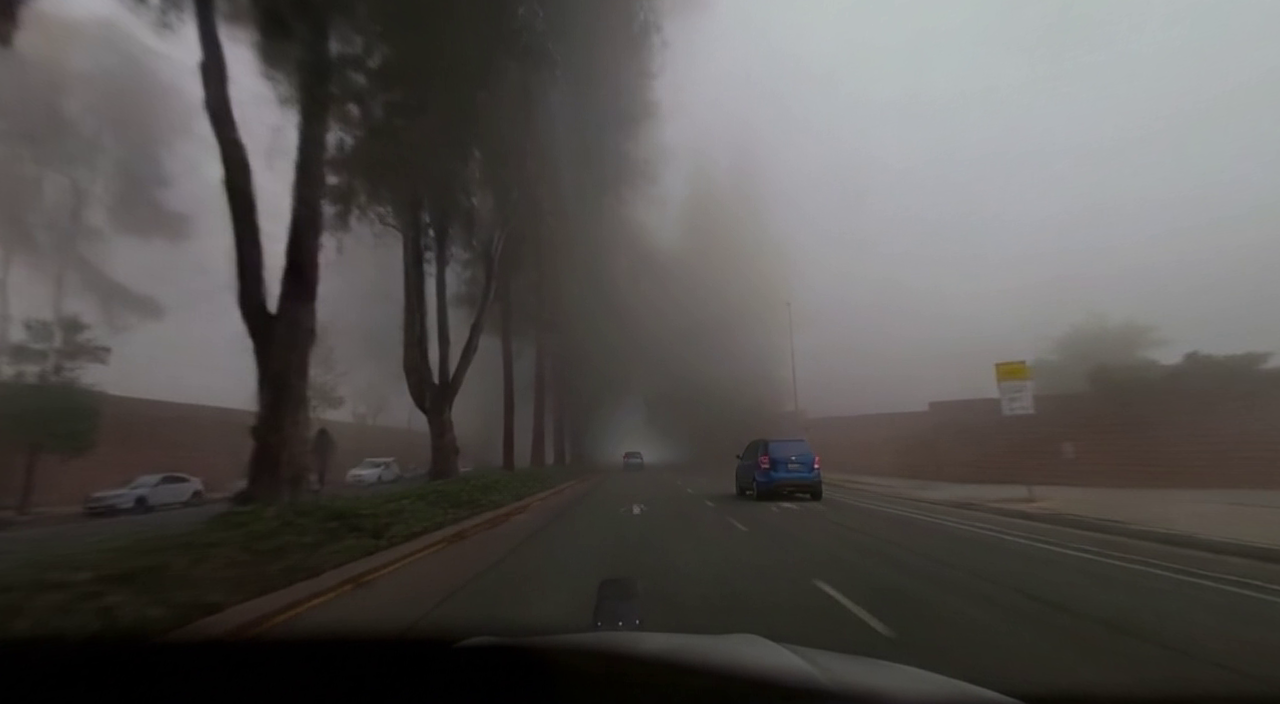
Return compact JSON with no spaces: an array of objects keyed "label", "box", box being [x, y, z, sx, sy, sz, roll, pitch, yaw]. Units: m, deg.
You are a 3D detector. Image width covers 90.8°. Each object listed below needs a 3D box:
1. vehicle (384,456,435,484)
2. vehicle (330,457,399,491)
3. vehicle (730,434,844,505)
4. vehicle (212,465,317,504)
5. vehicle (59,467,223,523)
[{"label":"vehicle","box":[-17.599,9.010,48.547,2.075,1.909,5.064,-1,-8,-1]},{"label":"vehicle","box":[-17.335,7.688,40.100,2.096,1.816,5.362,-4,-9,-1]},{"label":"vehicle","box":[4.084,3.353,18.477,2.155,1.752,4.456,-1,-9,-1]},{"label":"vehicle","box":[-17.575,6.202,29.882,2.071,1.489,4.724,-1,-9,0]},{"label":"vehicle","box":[-17.442,4.989,22.453,2.099,1.558,4.533,-1,-9,0]}]
